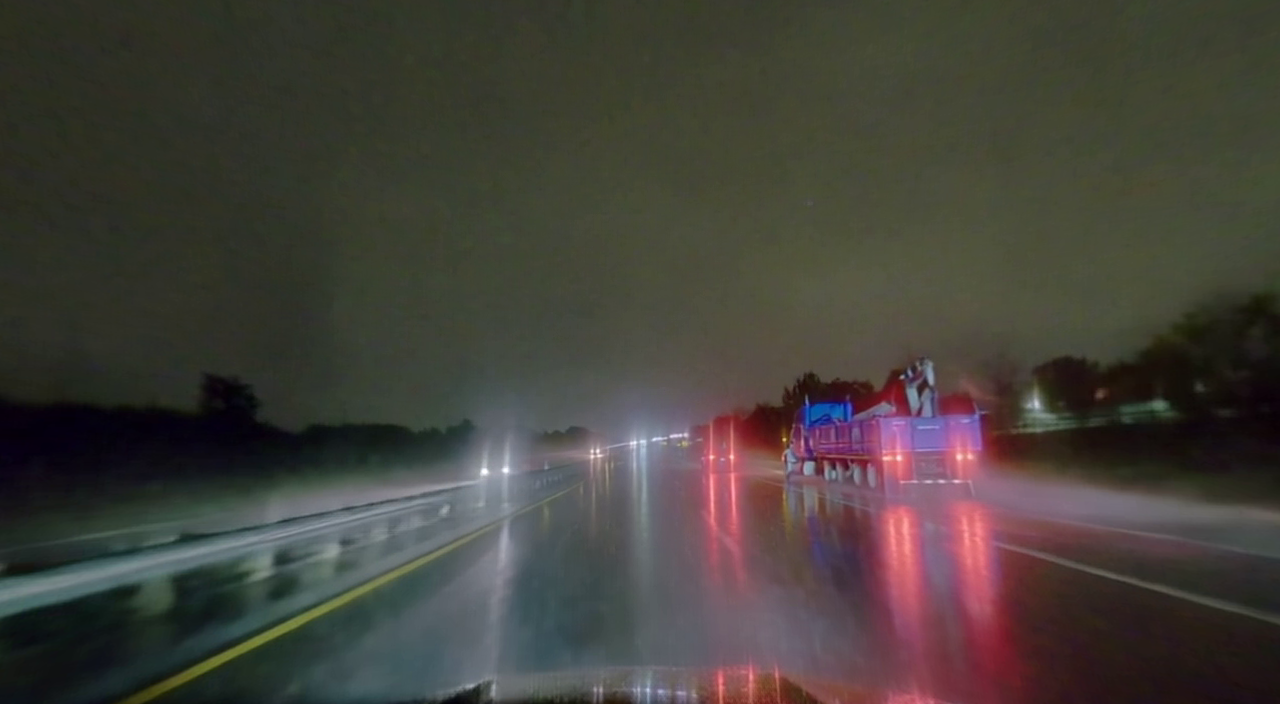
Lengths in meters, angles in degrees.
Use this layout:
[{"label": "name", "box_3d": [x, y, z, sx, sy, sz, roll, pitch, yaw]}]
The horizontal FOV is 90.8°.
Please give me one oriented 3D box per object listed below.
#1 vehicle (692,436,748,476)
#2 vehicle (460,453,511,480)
[{"label": "vehicle", "box_3d": [4.345, 5.793, 35.315, 2.309, 2.003, 5.139, 0, -9, -2]}, {"label": "vehicle", "box_3d": [-9.330, 6.926, 38.519, 1.898, 1.480, 4.694, 0, -9, 0]}]
